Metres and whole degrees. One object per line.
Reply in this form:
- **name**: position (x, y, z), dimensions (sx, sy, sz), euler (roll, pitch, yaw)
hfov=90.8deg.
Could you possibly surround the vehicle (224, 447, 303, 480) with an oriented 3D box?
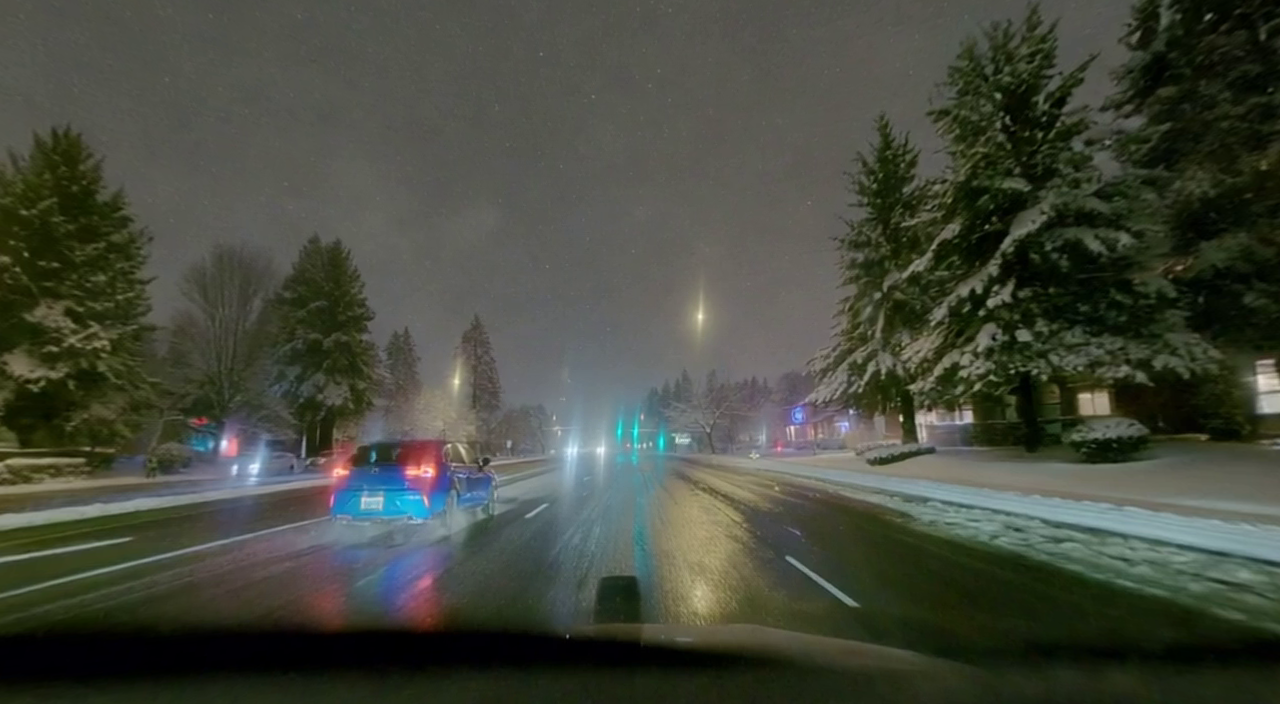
- **vehicle**: position (-22.975, 6.781, 38.811), dimensions (1.986, 1.897, 4.636), euler (0, -8, 0)

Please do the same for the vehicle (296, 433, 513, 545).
- **vehicle**: position (-3.581, 2.144, 10.592), dimensions (2.005, 1.477, 4.169), euler (0, -8, 0)
